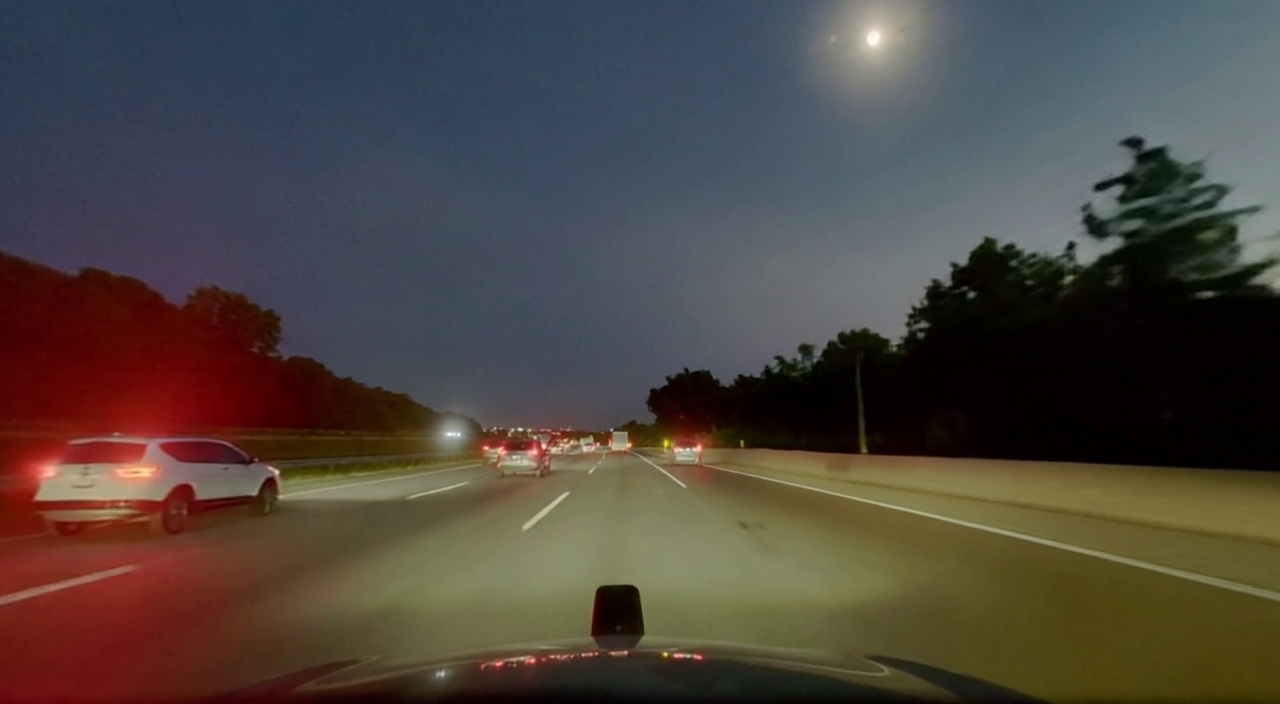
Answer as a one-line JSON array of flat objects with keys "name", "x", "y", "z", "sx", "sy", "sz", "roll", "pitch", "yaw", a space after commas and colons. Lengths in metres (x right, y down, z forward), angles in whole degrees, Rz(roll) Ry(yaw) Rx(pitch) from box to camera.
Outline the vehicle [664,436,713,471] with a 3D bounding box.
[{"name": "vehicle", "x": 2.469, "y": 5.317, "z": 33.214, "sx": 2.053, "sy": 1.698, "sz": 4.097, "roll": 0, "pitch": -9, "yaw": -3}]

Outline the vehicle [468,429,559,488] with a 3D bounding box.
[{"name": "vehicle", "x": -3.895, "y": 3.362, "z": 20.147, "sx": 2.002, "sy": 1.680, "sz": 4.301, "roll": 0, "pitch": -9, "yaw": 0}]

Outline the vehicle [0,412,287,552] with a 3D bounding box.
[{"name": "vehicle", "x": -8.134, "y": 1.946, "z": 10.121, "sx": 2.237, "sy": 1.703, "sz": 4.681, "roll": 0, "pitch": -9, "yaw": -1}]
